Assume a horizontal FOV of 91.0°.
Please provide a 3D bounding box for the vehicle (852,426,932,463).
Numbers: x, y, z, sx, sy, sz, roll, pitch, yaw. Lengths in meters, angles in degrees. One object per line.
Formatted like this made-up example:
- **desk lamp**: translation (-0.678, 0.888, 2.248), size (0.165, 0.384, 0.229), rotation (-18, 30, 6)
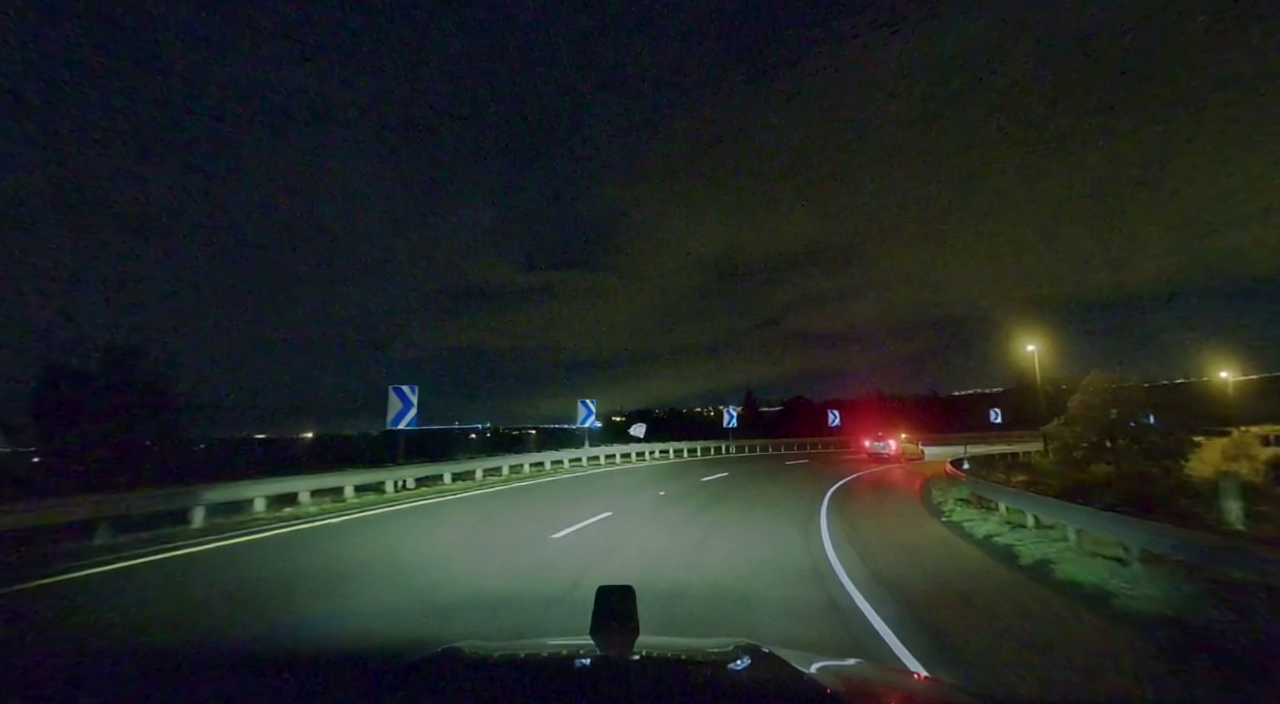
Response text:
- **vehicle**: translation (11.147, 4.043, 27.740), size (2.028, 1.440, 3.970), rotation (-5, -9, 41)
